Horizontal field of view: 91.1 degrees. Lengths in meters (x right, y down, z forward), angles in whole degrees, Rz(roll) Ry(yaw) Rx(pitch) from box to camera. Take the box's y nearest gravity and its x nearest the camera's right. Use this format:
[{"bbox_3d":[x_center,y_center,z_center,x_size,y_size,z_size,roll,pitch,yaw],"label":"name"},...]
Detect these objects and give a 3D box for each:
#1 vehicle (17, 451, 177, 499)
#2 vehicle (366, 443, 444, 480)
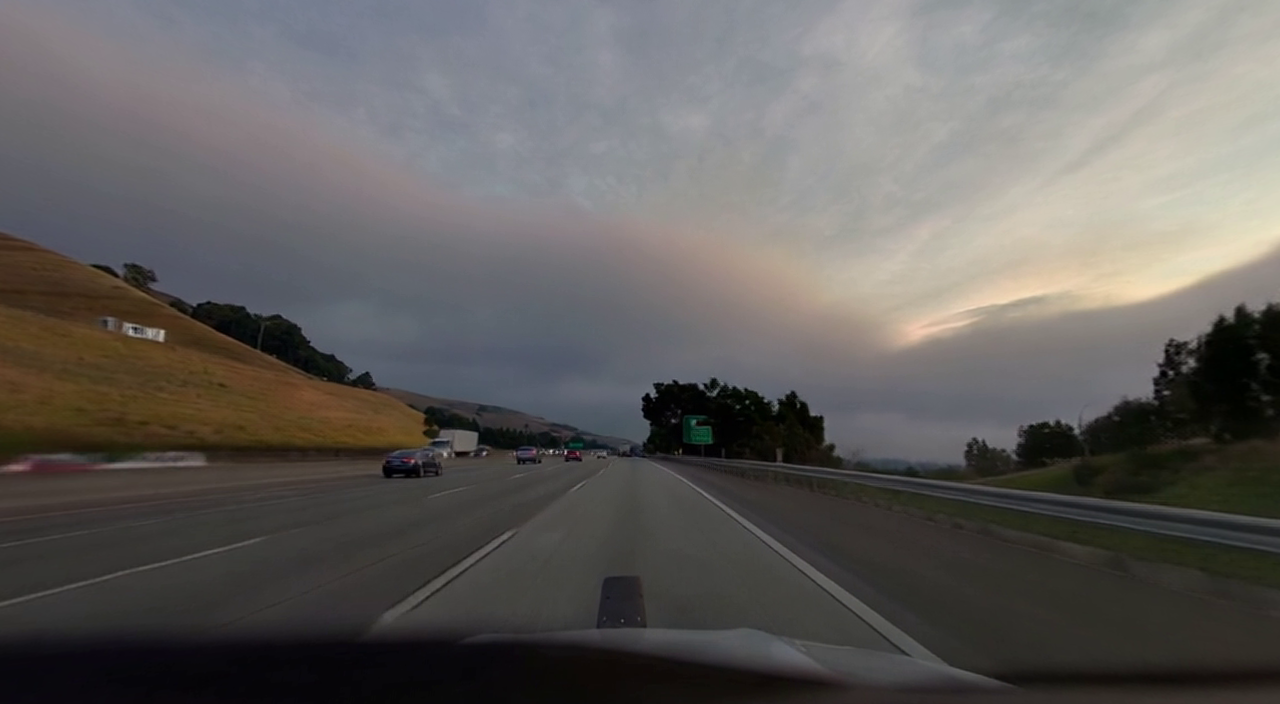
[{"bbox_3d":[-18.428,4.155,21.627,1.831,1.434,4.144,0,-8,-1],"label":"vehicle"},{"bbox_3d":[-11.159,5.198,30.205,2.001,1.625,4.528,0,-8,0],"label":"vehicle"}]
